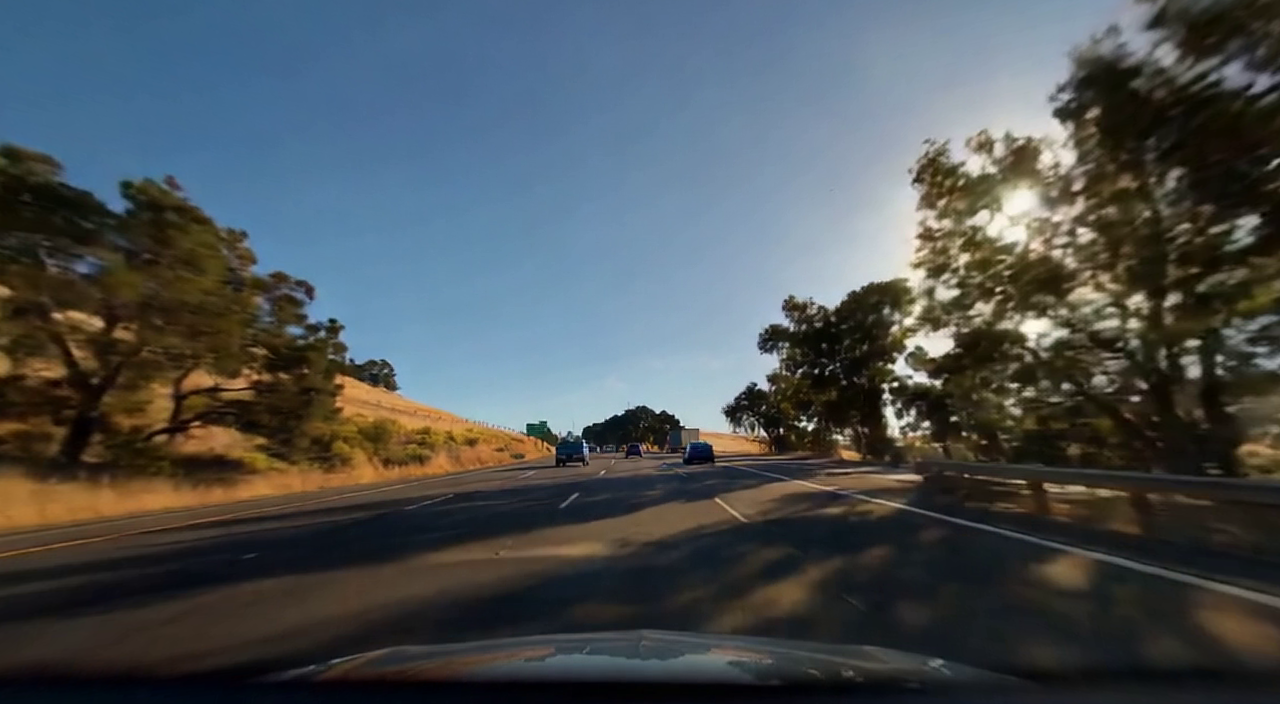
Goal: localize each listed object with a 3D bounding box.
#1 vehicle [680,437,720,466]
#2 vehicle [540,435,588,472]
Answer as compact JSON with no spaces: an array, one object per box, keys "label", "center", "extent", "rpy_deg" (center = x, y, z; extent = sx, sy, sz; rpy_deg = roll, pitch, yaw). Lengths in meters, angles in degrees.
[{"label":"vehicle","center":[3.780,6.327,40.372],"extent":[1.995,1.712,4.206],"rpy_deg":[0,-8,-2]},{"label":"vehicle","center":[-4.114,5.570,34.878],"extent":[2.120,1.855,4.619],"rpy_deg":[0,-8,0]}]
